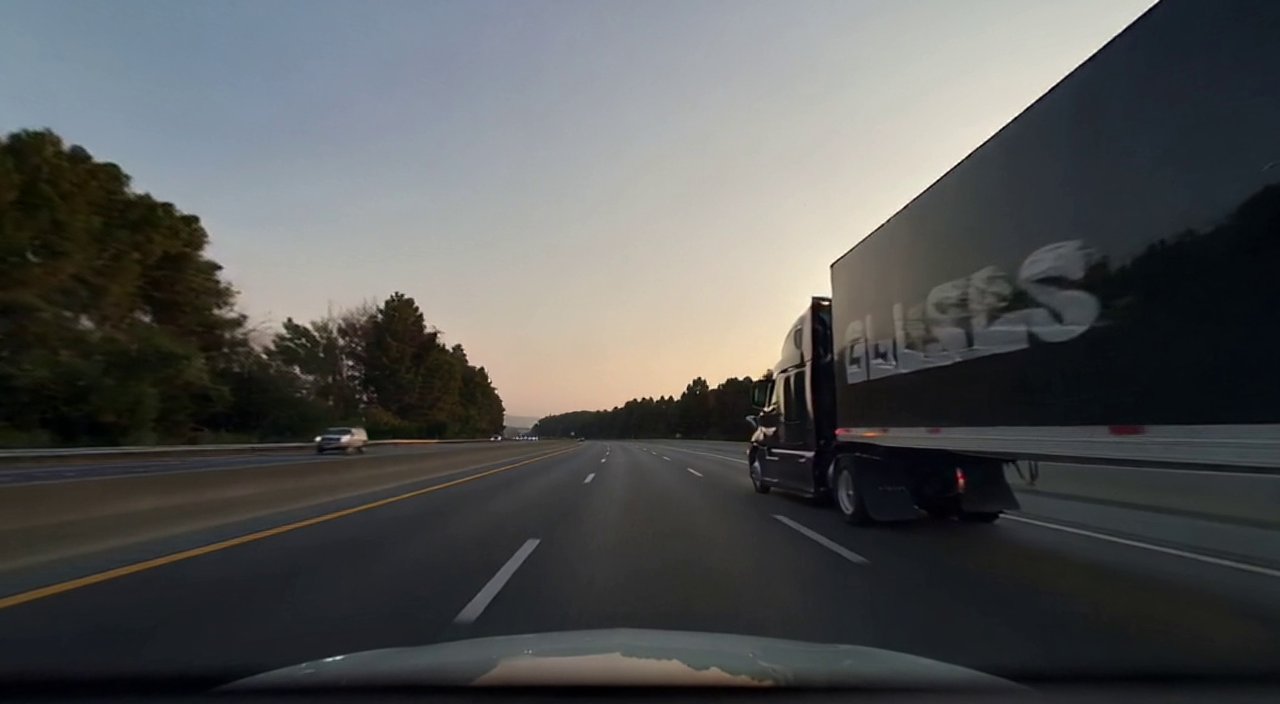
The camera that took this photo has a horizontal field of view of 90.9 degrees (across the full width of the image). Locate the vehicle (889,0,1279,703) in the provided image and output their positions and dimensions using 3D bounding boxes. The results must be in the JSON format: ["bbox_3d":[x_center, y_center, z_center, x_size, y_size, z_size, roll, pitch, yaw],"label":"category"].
[{"bbox_3d":[4.560,-0.274,2.916,2.932,4.022,8.803,0,-8,-2],"label":"vehicle"}]
